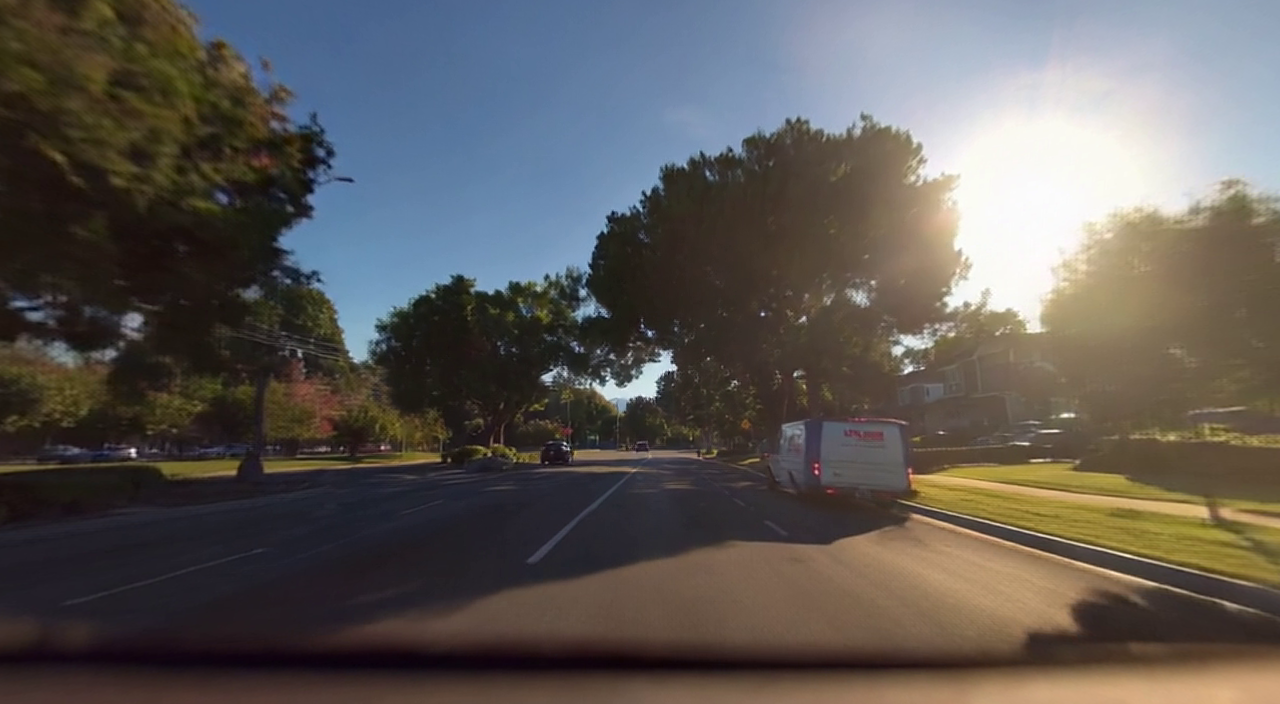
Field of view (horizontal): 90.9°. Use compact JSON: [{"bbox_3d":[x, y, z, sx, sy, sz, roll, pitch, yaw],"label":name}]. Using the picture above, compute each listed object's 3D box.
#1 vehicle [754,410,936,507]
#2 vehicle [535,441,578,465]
[{"bbox_3d":[4.888,2.711,16.583,2.695,2.013,6.661,0,-8,1],"label":"vehicle"},{"bbox_3d":[-5.307,6.483,40.689,2.060,1.473,4.645,0,-8,2],"label":"vehicle"}]
